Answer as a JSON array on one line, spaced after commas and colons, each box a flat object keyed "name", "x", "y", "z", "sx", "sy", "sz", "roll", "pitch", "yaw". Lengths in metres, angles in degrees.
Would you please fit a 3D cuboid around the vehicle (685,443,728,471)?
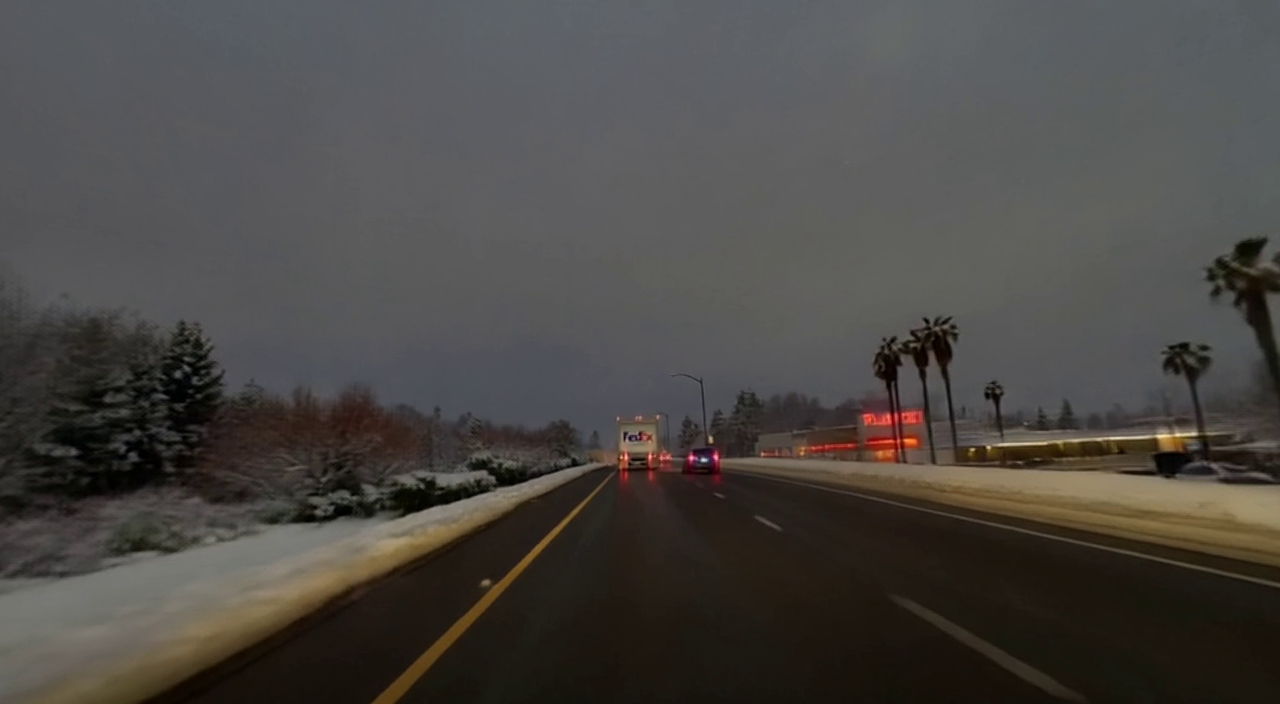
[{"name": "vehicle", "x": 3.840, "y": 6.147, "z": 37.031, "sx": 1.966, "sy": 1.558, "sz": 4.238, "roll": 0, "pitch": -9, "yaw": -2}]
